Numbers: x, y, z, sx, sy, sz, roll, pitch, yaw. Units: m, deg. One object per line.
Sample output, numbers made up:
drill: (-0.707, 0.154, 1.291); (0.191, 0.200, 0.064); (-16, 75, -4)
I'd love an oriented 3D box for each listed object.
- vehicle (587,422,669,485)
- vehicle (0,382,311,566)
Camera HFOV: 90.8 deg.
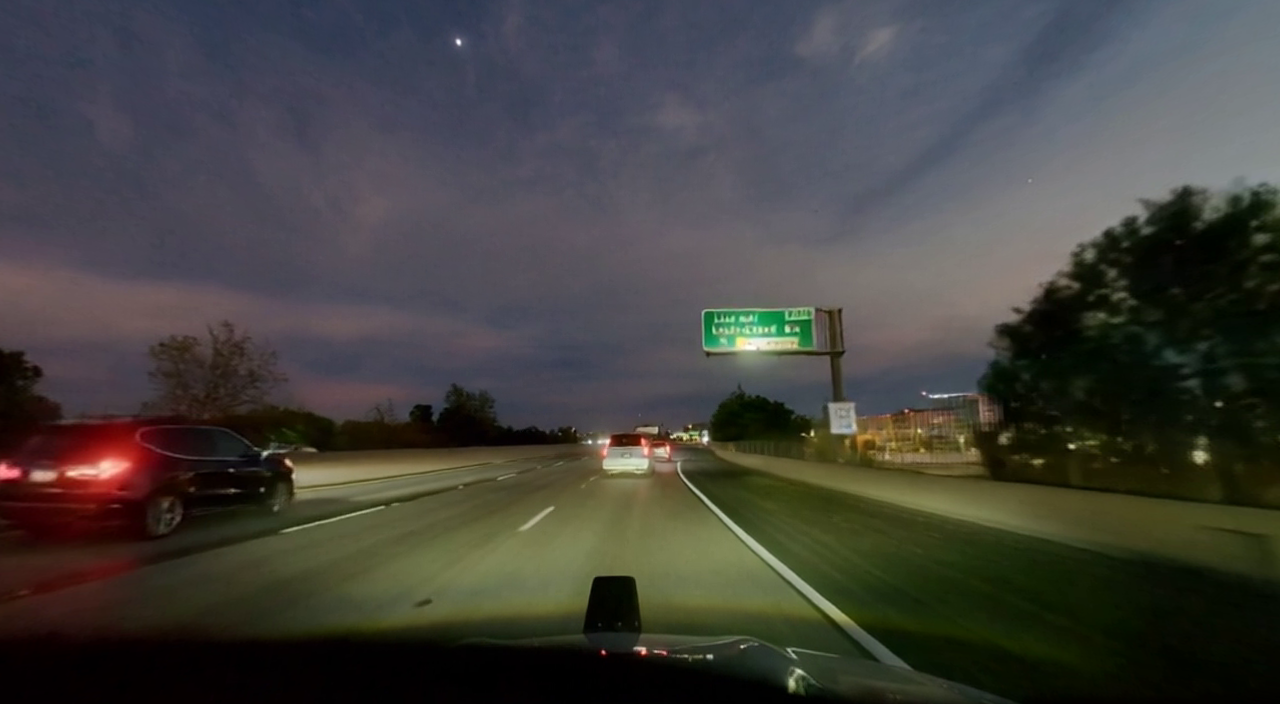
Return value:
vehicle: (-0.264, 3.634, 22.769); (2.497, 1.957, 5.432); (-1, -9, 3)
vehicle: (-7.443, 1.683, 9.362); (2.289, 1.955, 5.147); (0, -9, 0)
